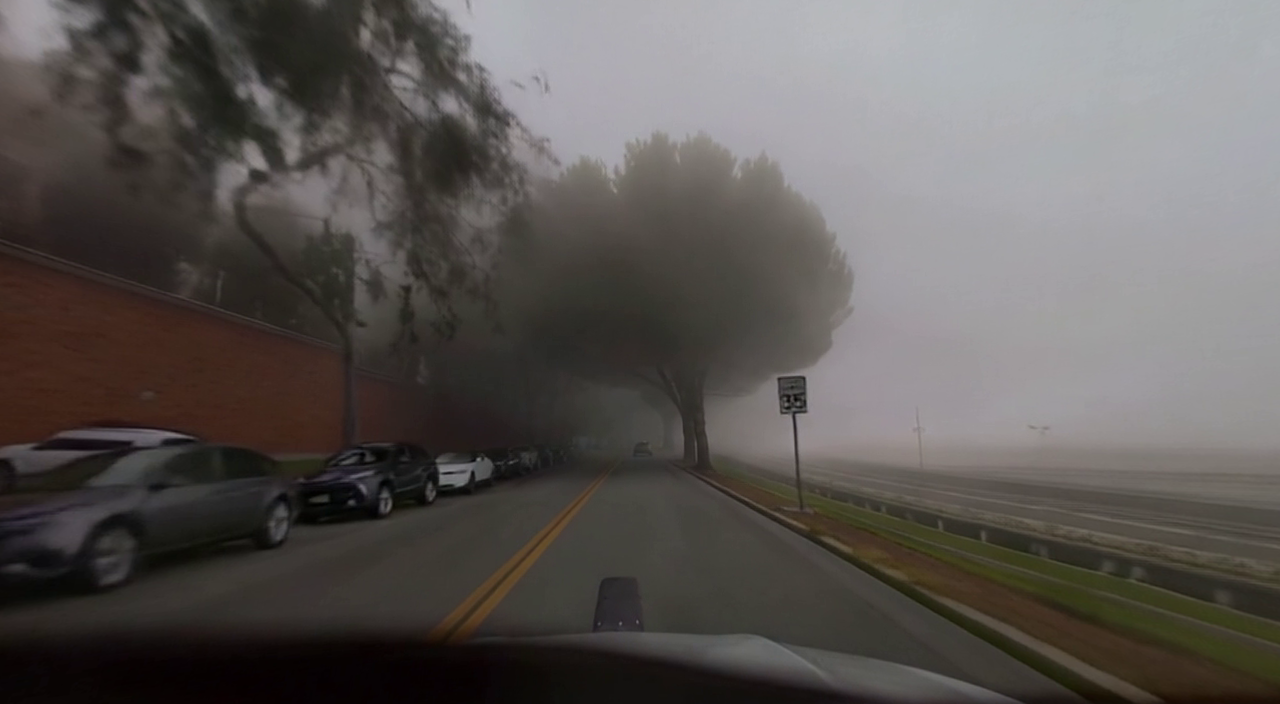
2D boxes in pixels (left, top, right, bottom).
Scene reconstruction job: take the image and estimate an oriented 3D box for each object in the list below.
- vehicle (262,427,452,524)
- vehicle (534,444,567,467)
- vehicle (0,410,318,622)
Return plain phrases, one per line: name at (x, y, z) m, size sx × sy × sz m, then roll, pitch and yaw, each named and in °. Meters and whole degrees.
vehicle at (-6.256, 2.741, 14.844) m, size 1.976 × 1.805 × 5.123 m, roll 1°, pitch -8°, yaw 1°
vehicle at (-6.644, 7.708, 47.425) m, size 1.952 × 1.514 × 4.630 m, roll 1°, pitch -8°, yaw -2°
vehicle at (-6.357, 1.748, 7.985) m, size 2.009 × 1.820 × 4.821 m, roll 1°, pitch -8°, yaw 0°
